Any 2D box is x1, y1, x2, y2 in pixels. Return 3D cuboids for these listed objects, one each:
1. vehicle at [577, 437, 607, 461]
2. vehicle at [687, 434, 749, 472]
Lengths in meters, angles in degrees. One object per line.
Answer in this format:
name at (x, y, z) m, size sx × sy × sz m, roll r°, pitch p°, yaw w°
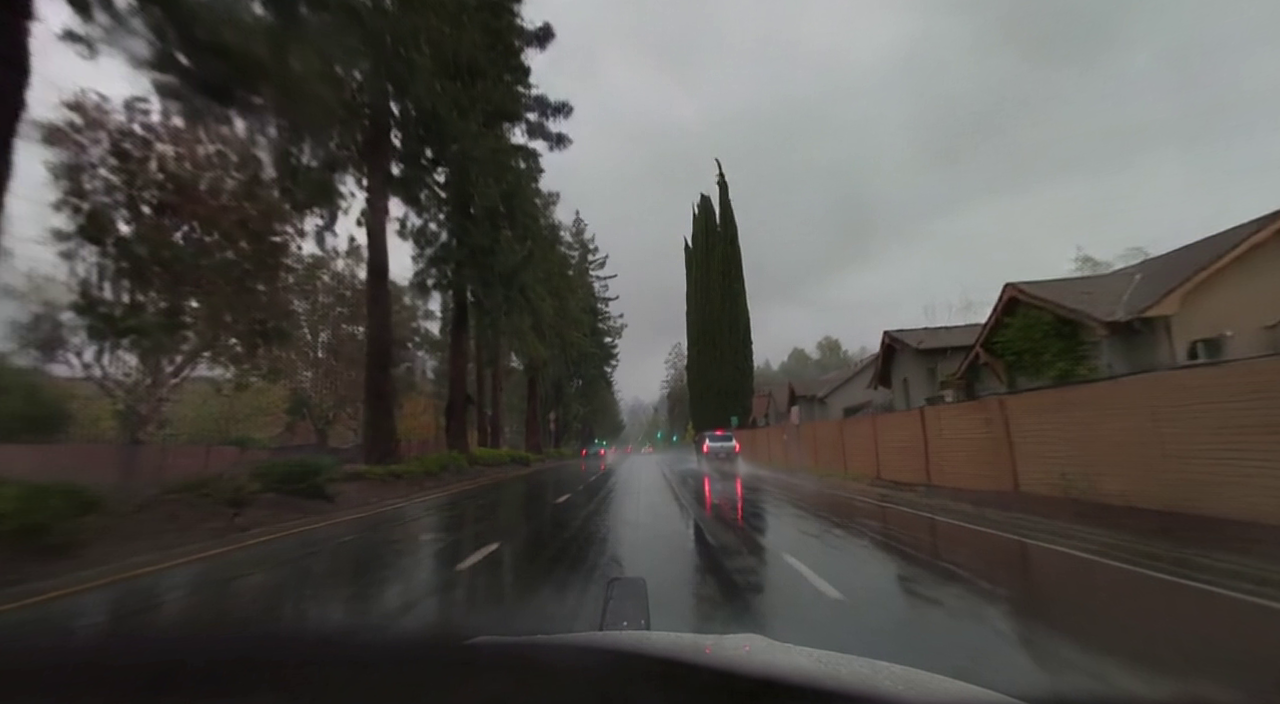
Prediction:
vehicle at (-3.630, 7.434, 48.447) m, size 2.002 × 1.747 × 4.728 m, roll 0°, pitch -8°, yaw 0°
vehicle at (3.683, 4.883, 30.630) m, size 2.321 × 1.695 × 5.037 m, roll 0°, pitch -8°, yaw 0°
